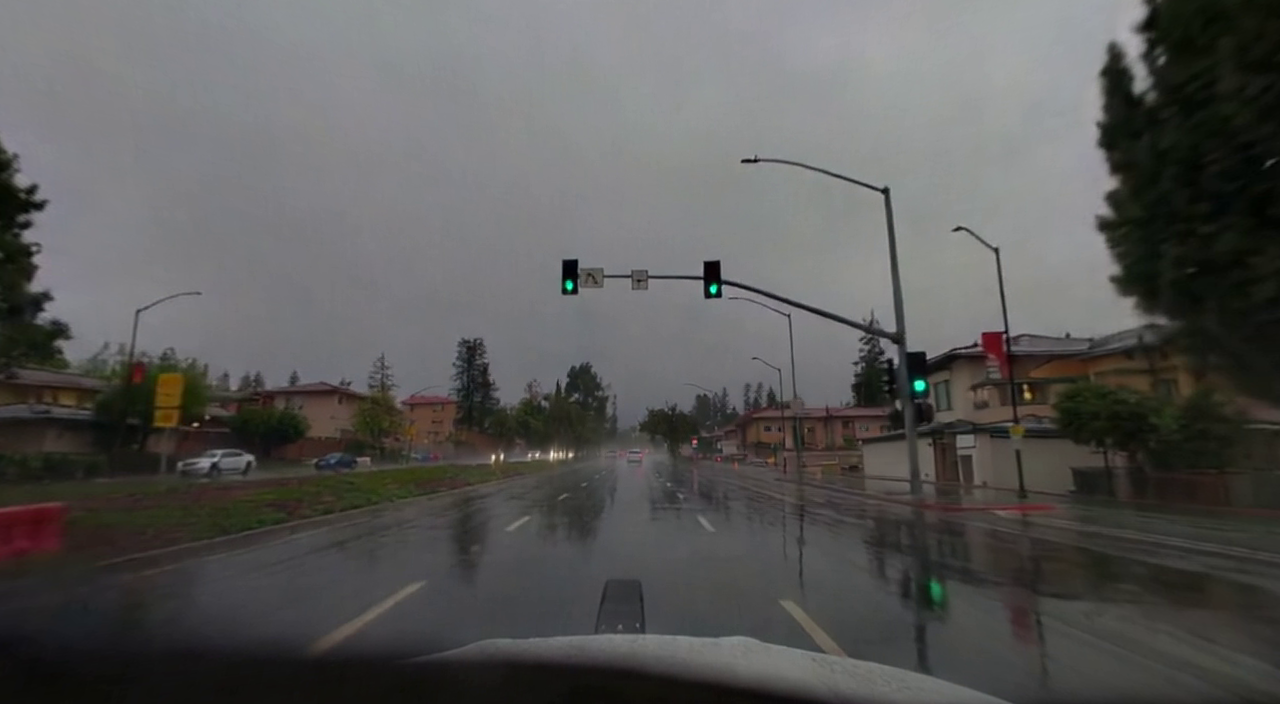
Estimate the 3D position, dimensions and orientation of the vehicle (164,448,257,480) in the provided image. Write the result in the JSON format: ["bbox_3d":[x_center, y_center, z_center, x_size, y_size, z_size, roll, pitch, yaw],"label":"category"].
[{"bbox_3d":[-25.203,6.574,37.318,1.908,1.719,4.972,0,-9,1],"label":"vehicle"}]
